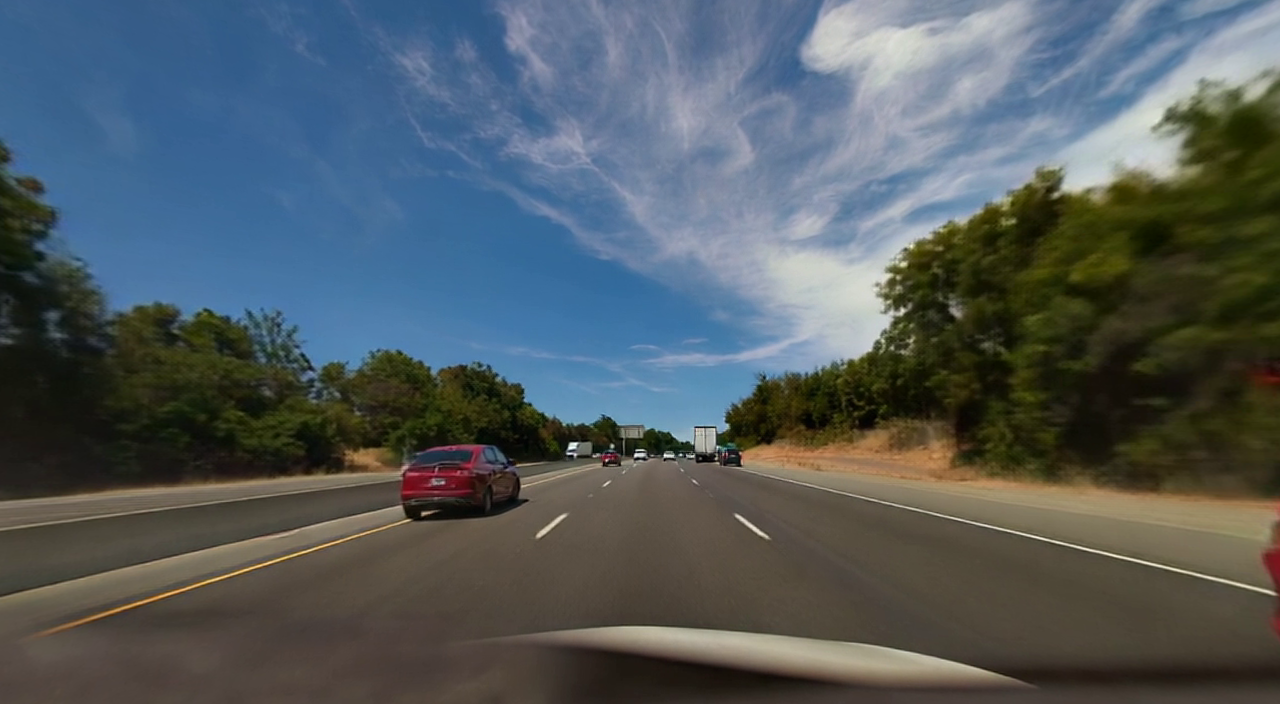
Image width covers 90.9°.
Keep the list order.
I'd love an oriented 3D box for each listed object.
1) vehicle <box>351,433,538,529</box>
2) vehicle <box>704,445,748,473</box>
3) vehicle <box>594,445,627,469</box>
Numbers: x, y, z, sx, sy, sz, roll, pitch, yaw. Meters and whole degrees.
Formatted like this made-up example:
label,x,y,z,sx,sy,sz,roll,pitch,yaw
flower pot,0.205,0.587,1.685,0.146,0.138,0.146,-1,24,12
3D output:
label,x,y,z,sx,sy,sz,roll,pitch,yaw
vehicle,-3.535,2.455,12.572,2.085,1.530,4.809,0,-9,1
vehicle,5.077,6.386,37.711,2.176,1.598,3.878,0,-9,1
vehicle,-2.135,7.796,47.047,2.017,1.683,4.309,0,-9,3
